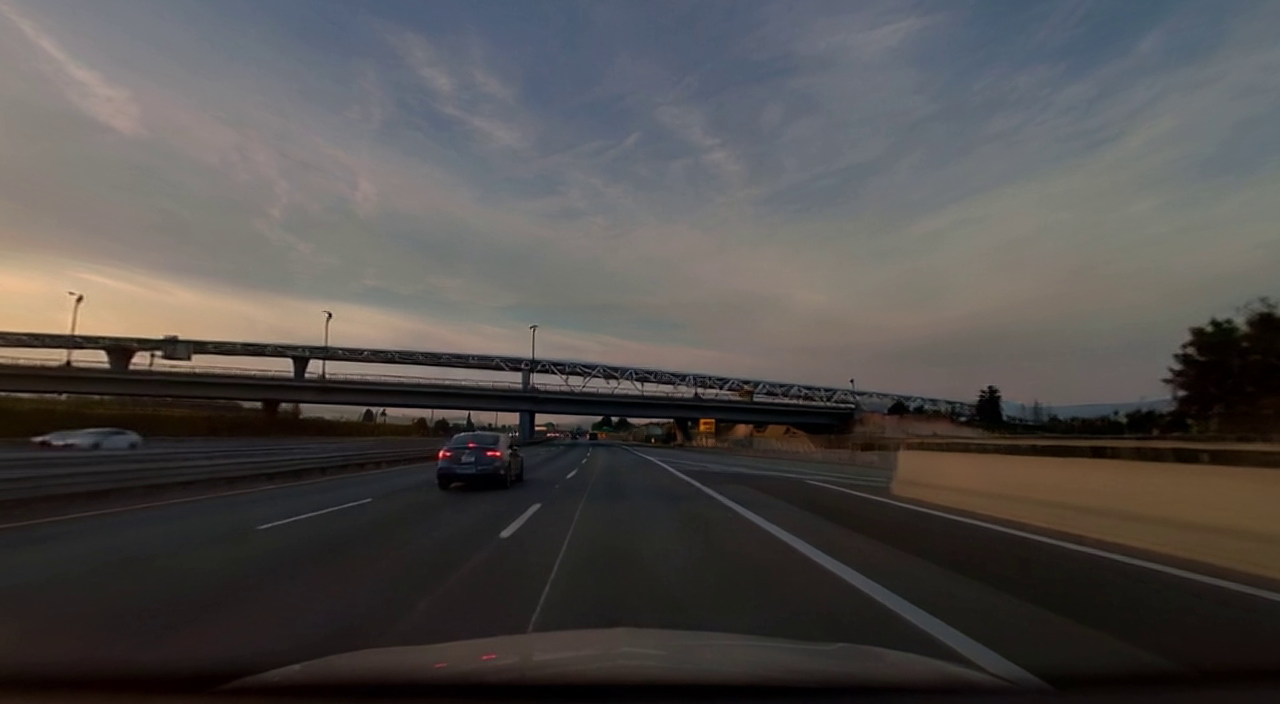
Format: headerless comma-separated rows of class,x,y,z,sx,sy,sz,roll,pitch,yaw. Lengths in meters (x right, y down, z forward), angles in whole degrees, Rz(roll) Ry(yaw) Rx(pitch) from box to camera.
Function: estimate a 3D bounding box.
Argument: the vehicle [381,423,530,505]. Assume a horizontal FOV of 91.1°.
vehicle,-4.083,2.552,14.934,2.123,1.601,4.887,0,-8,-1
